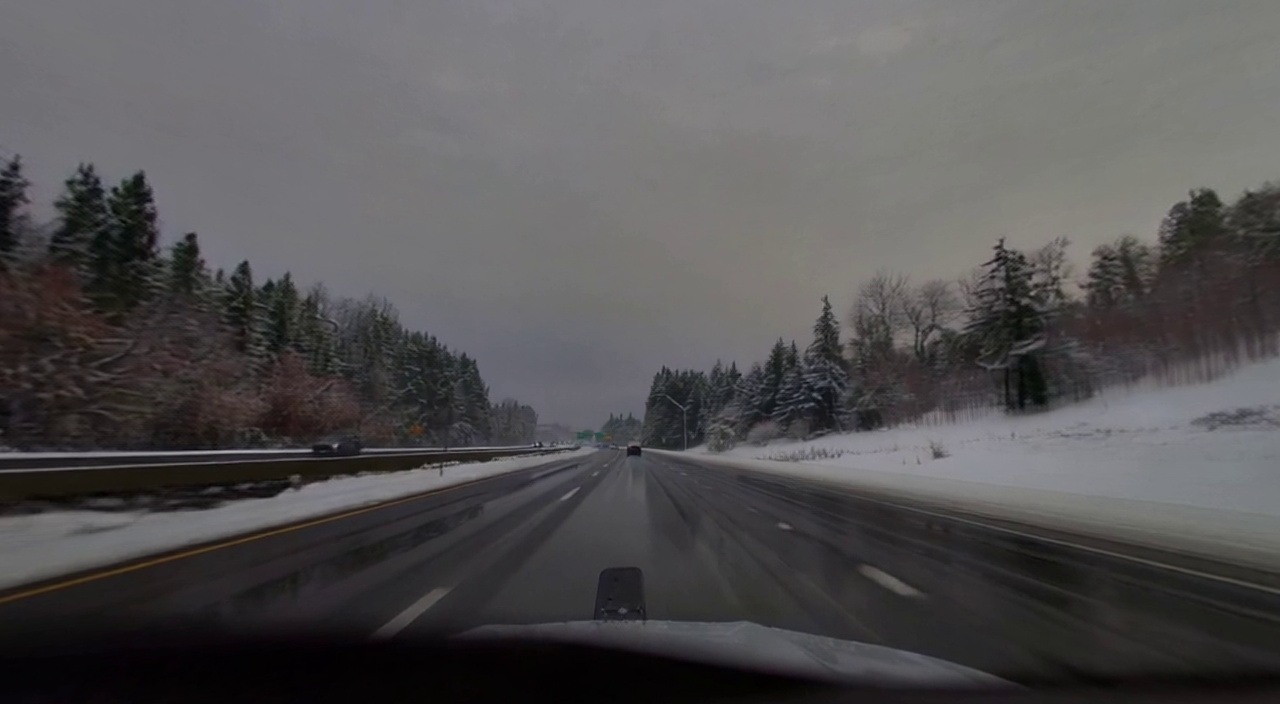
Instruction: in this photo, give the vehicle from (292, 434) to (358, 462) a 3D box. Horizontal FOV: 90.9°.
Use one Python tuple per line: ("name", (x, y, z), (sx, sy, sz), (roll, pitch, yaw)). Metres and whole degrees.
("vehicle", (-22.368, 6.874, 44.998), (2.119, 1.902, 4.984), (0, -9, 0))
